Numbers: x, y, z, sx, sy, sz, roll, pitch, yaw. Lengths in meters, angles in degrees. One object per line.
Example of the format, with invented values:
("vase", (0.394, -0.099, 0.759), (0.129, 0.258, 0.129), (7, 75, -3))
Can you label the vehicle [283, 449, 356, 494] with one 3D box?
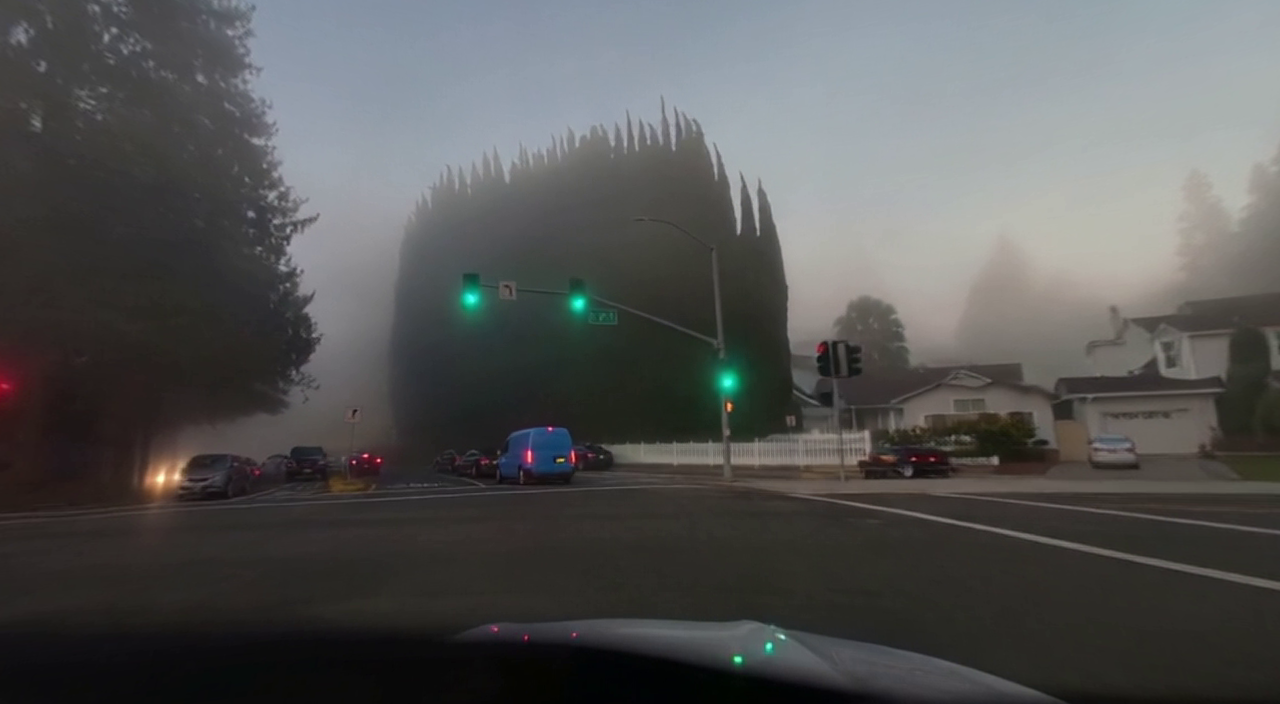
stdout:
("vehicle", (-11.516, 4.256, 22.967), (1.952, 1.461, 4.377), (3, -9, -22))

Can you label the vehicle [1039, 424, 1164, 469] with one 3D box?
("vehicle", (20.589, 4.166, 28.246), (4.268, 1.765, 1.989), (-6, -7, 40))

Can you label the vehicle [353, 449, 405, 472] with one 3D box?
("vehicle", (-18.301, 7.540, 44.270), (1.911, 1.493, 4.291), (8, -12, -42))

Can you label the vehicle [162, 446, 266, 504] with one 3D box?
("vehicle", (-14.773, 4.221, 22.220), (2.078, 1.783, 4.670), (4, -9, -23))

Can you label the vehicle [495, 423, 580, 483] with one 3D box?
("vehicle", (-4.184, 4.007, 25.183), (2.213, 2.124, 4.809), (4, -9, -23))

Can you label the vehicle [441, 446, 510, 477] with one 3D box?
("vehicle", (-8.396, 5.492, 31.988), (2.008, 1.445, 4.386), (6, -10, -33))

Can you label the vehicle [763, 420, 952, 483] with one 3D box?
("vehicle", (7.928, 3.684, 23.588), (6.104, 2.026, 2.514), (-8, -12, 42))
